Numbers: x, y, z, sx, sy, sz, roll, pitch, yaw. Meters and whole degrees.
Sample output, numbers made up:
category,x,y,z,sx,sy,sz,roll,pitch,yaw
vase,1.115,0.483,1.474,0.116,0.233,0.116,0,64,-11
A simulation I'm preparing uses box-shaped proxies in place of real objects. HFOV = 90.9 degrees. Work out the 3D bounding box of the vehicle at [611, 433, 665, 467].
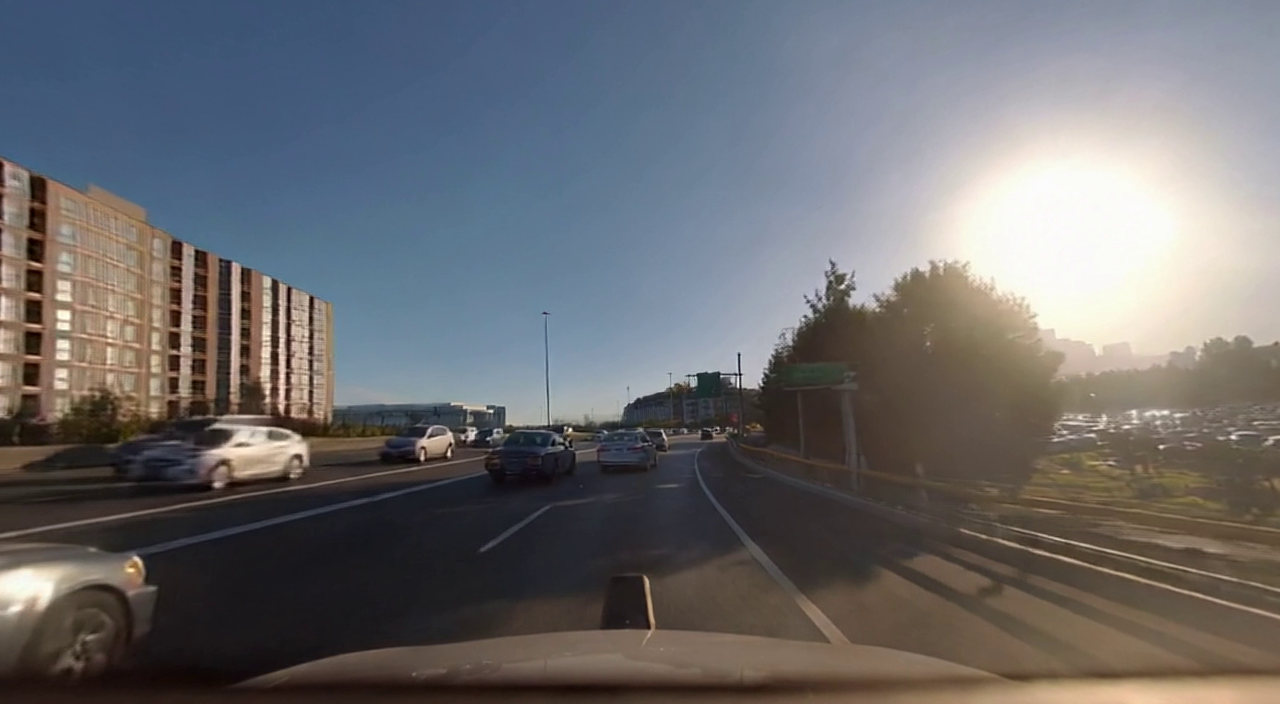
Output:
category,x,y,z,sx,sy,sz,roll,pitch,yaw
vehicle,-0.019,4.680,30.231,2.035,1.460,4.497,-1,-8,7

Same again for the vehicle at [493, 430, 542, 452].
category,x,y,z,sx,sy,sz,roll,pitch,yaw
vehicle,-8.453,6.227,43.980,2.020,1.470,4.639,-1,-8,7

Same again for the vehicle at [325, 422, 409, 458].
category,x,y,z,sx,sy,sz,roll,pitch,yaw
vehicle,-13.712,4.502,31.994,1.992,1.659,4.562,-1,-8,4

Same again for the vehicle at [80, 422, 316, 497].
category,x,y,z,sx,sy,sz,roll,pitch,yaw
vehicle,-10.176,2.519,15.119,2.097,1.484,4.621,-1,-8,4

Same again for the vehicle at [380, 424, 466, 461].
category,x,y,z,sx,sy,sz,roll,pitch,yaw
vehicle,-9.690,4.120,28.636,1.943,1.536,4.656,-1,-8,5
